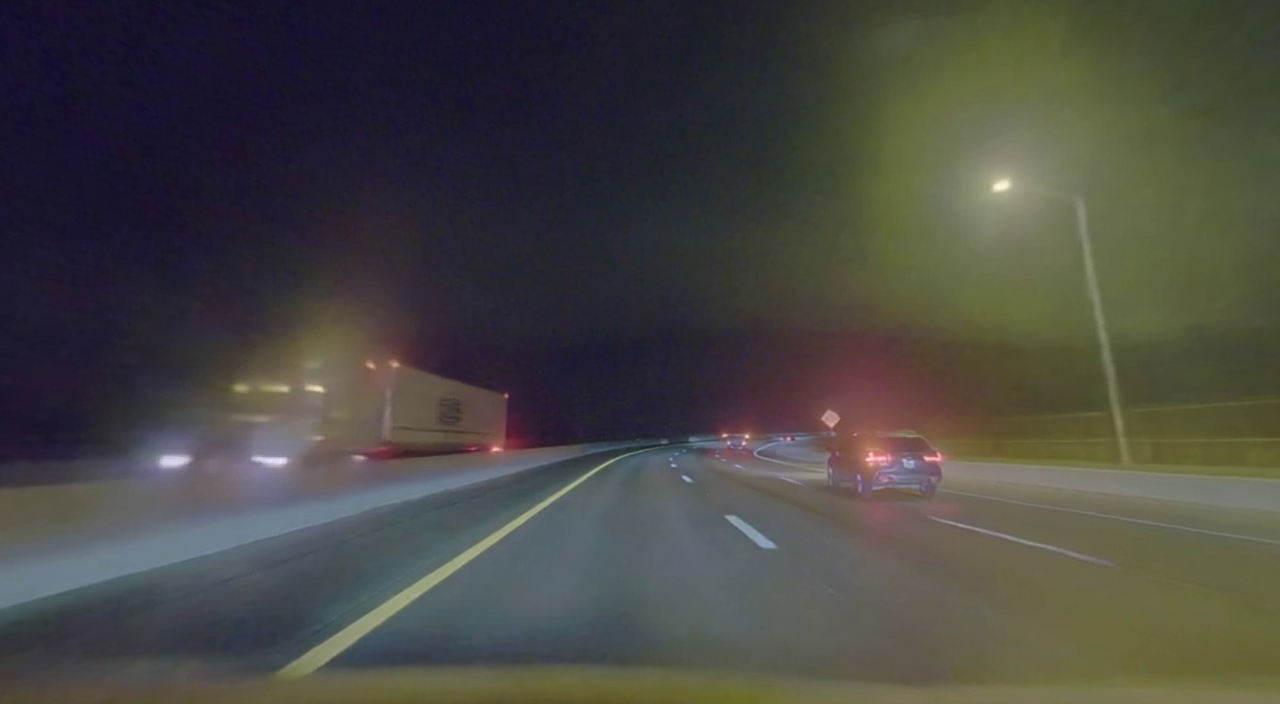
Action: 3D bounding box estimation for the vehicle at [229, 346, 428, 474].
[{"bbox_3d":[-11.058,2.379,23.720,3.054,3.972,8.029,0,-8,2],"label":"vehicle"}]
